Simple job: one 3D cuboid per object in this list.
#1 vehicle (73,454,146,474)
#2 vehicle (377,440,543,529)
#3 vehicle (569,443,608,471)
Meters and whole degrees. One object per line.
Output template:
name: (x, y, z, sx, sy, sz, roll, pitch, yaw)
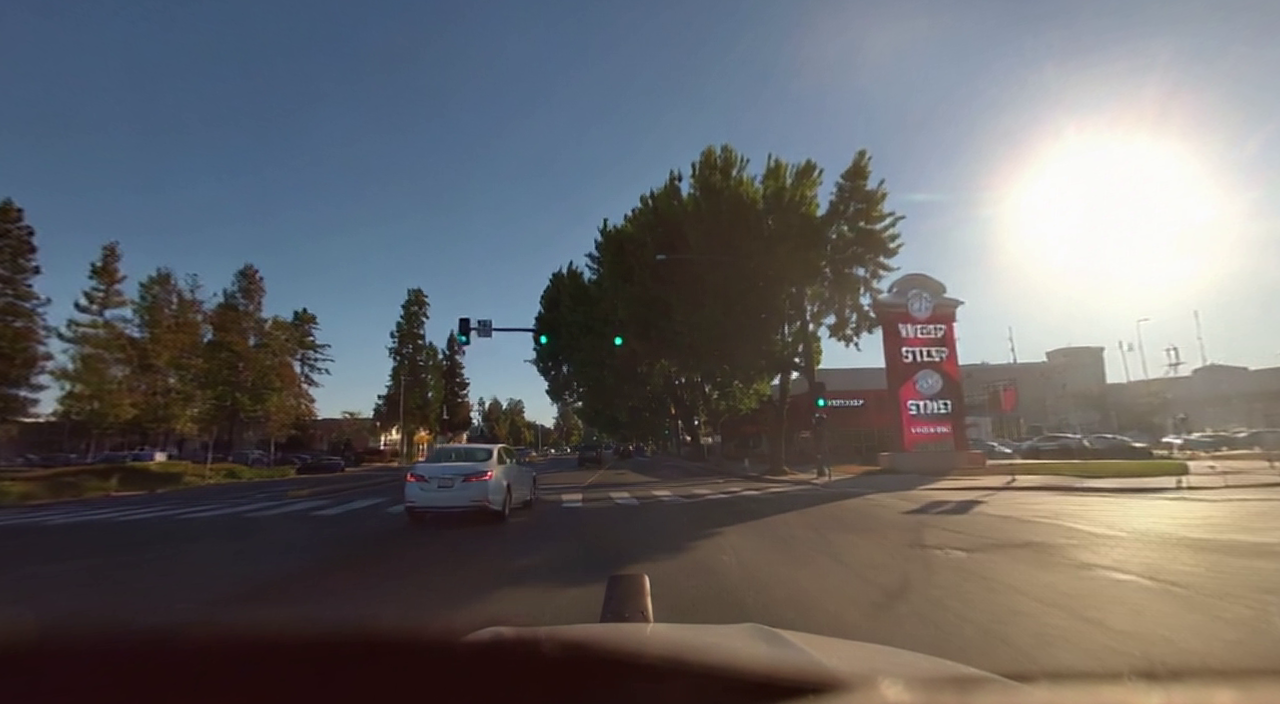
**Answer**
vehicle: (-40.633, 8.541, 48.396, 1.716, 1.438, 4.412, 0, -9, 0)
vehicle: (-3.368, 2.550, 12.840, 2.018, 1.477, 4.401, 0, -8, 1)
vehicle: (-3.240, 6.743, 40.704, 2.109, 1.692, 4.220, 0, -8, 1)
